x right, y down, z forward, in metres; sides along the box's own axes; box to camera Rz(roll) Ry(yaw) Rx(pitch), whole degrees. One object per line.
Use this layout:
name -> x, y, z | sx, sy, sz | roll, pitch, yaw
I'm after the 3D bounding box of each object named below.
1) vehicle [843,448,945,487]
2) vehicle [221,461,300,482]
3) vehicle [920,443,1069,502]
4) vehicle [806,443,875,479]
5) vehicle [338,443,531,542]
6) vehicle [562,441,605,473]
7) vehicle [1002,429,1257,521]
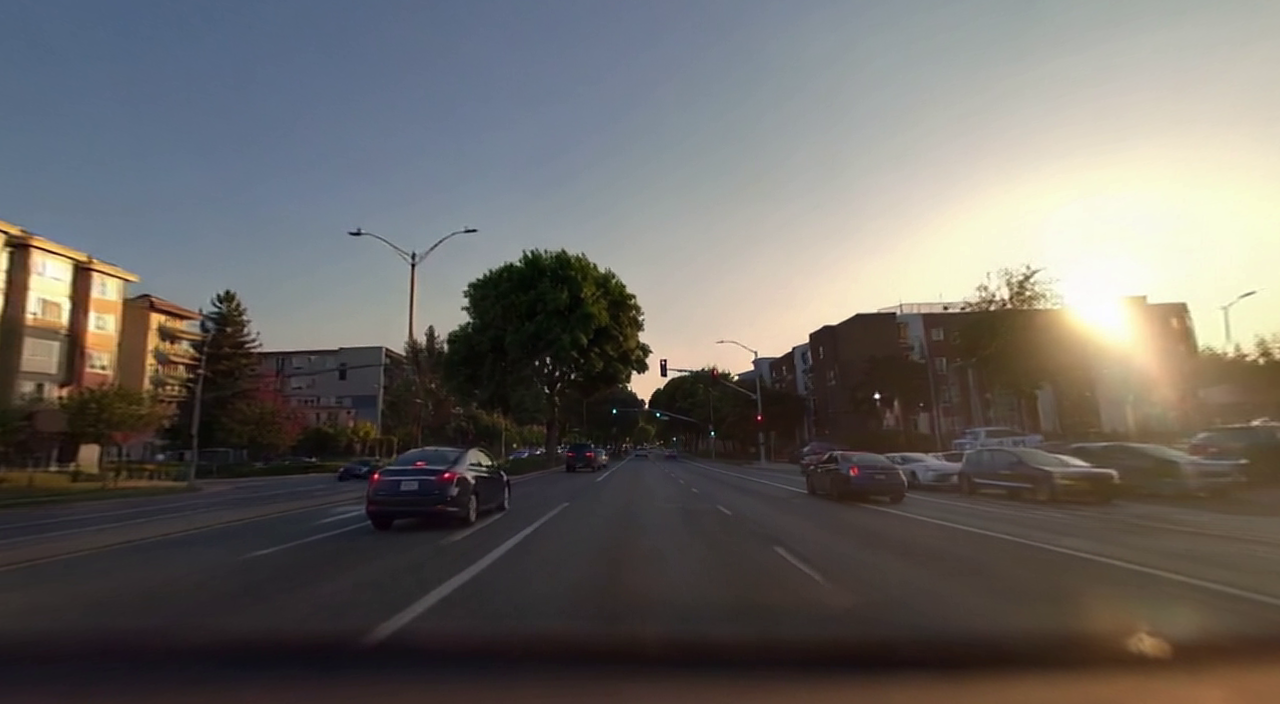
vehicle -> 10.125, 4.609, 25.653 | 2.045, 1.418, 4.869 | 0, -9, -1
vehicle -> -27.952, 8.792, 46.647 | 4.658, 1.478, 1.968 | -1, -9, 6
vehicle -> 10.583, 3.600, 19.319 | 1.853, 1.548, 4.340 | 0, -9, -3
vehicle -> 10.090, 5.510, 32.169 | 1.992, 1.664, 4.246 | 0, -9, -2
vehicle -> -3.465, 2.448, 11.724 | 2.144, 1.447, 4.421 | 0, -9, -1
vehicle -> -3.483, 6.580, 39.775 | 2.220, 1.888, 4.904 | 0, -9, 1
vehicle -> 10.273, 2.597, 13.855 | 1.975, 1.677, 4.400 | 0, -9, -1
